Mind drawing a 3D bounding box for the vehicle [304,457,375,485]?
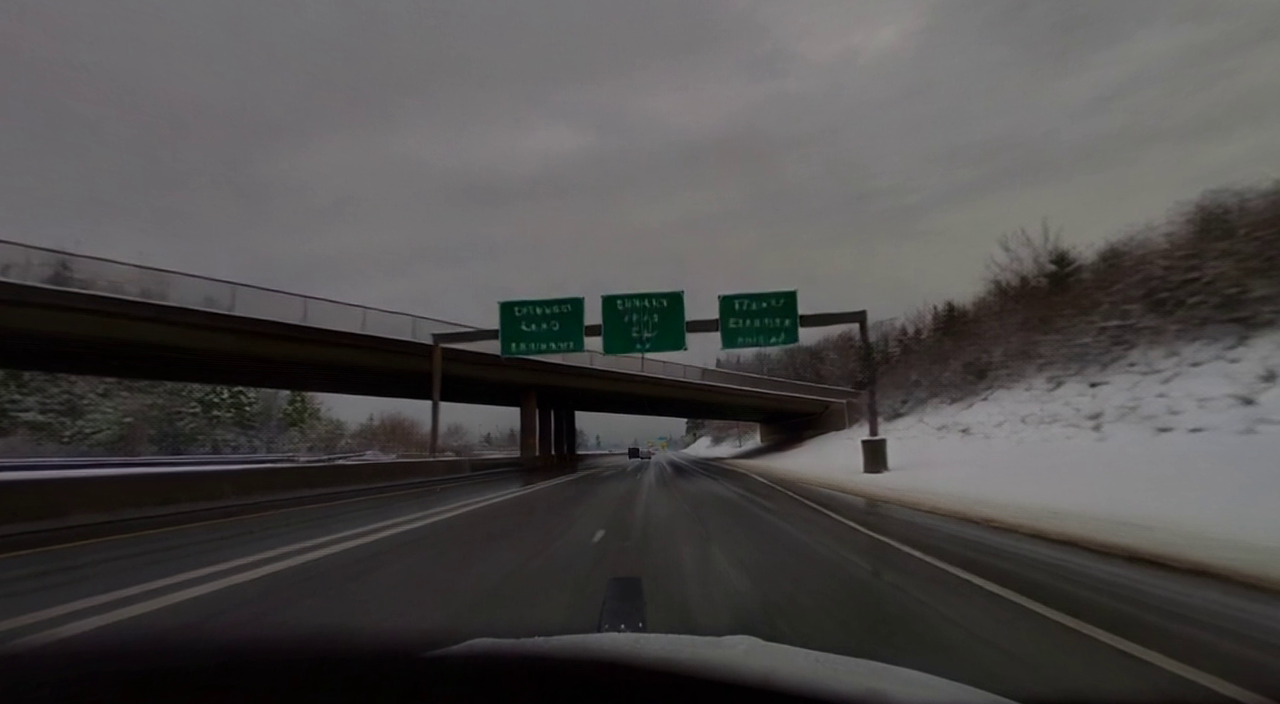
[{"bbox_3d":[-17.405,6.924,36.790,1.828,1.451,4.463,0,-9,2],"label":"vehicle"}]
